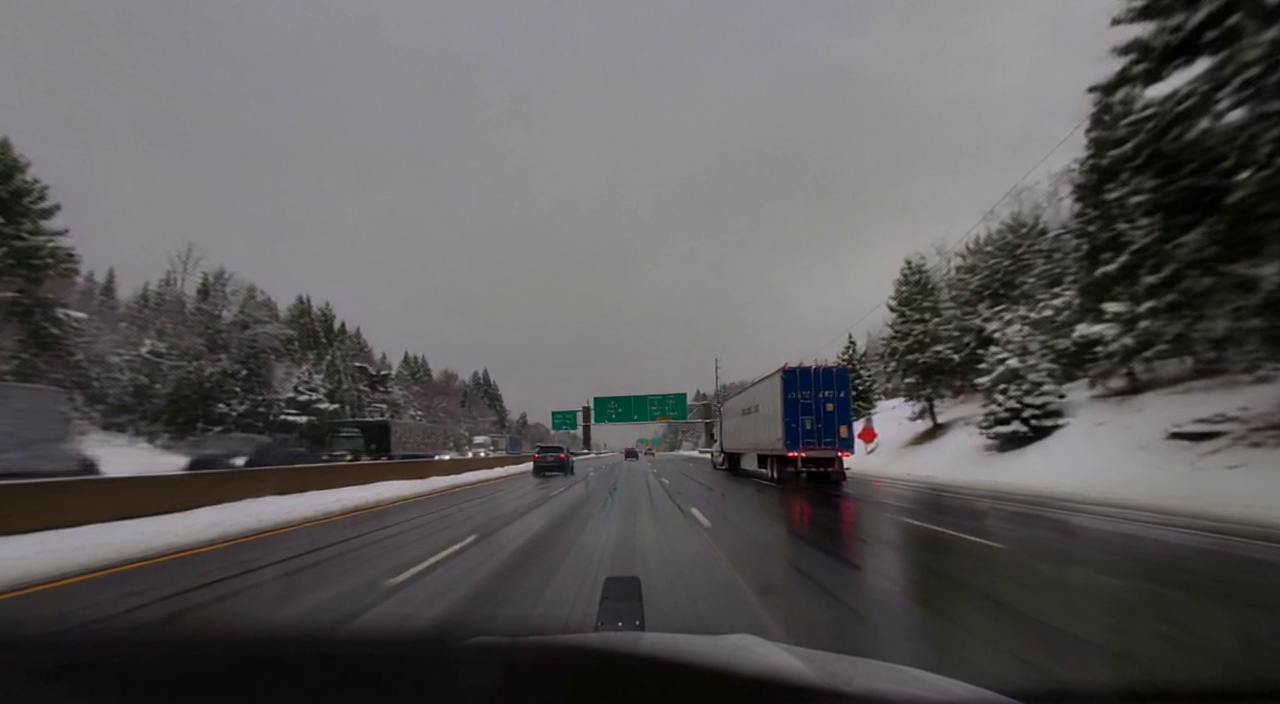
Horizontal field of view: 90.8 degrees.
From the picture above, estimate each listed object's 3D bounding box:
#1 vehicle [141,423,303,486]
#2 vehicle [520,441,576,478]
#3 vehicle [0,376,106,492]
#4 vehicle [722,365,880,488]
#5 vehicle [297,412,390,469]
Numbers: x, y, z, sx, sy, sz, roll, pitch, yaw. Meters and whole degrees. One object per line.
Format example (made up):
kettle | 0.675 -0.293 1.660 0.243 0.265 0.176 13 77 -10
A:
vehicle | -13.728 3.418 21.232 2.177 1.837 4.780 0 -9 -1
vehicle | -4.331 5.121 30.326 2.027 1.651 4.099 0 -9 0
vehicle | -21.073 2.244 17.592 2.988 3.535 10.678 0 -9 0
vehicle | 6.522 3.725 29.555 2.919 4.195 15.833 0 -9 -1
vehicle | -21.385 6.492 46.124 3.026 3.740 7.644 0 -9 -1
